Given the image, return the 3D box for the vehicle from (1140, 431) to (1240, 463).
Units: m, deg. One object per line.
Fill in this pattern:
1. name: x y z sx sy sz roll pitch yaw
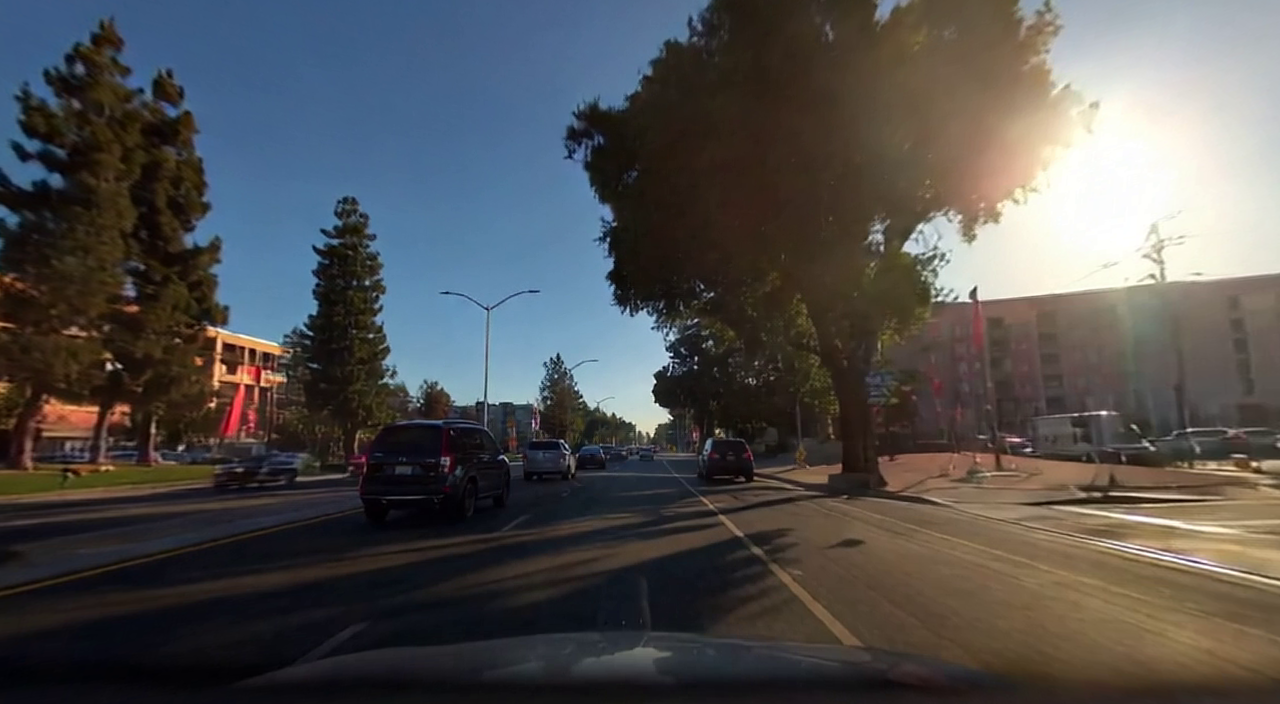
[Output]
1. vehicle: 30.300 5.250 34.759 1.830 1.651 3.967 0 -9 -1

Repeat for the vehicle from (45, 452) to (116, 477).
1. vehicle: -42.777 8.623 48.031 3.747 1.826 1.795 0 -9 3

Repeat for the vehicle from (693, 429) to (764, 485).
1. vehicle: 3.289 4.011 24.178 2.024 1.921 4.431 0 -9 -1

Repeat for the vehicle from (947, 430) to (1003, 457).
1. vehicle: 22.992 6.283 43.231 1.862 1.688 3.636 -3 -9 2

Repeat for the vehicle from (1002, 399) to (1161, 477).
1. vehicle: 21.982 4.388 31.893 2.758 3.509 7.034 0 -9 -1

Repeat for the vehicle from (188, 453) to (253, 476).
1. vehicle: -29.260 7.843 43.844 3.620 1.459 1.627 6 -10 -33

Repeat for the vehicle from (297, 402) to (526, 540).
1. vehicle: -3.664 2.036 11.322 2.210 1.925 4.838 0 -9 1

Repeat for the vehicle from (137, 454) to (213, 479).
1. vehicle: -29.789 7.329 40.322 3.617 1.442 1.608 5 -10 -29

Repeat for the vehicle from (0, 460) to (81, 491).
1. vehicle: -30.987 6.242 31.822 3.686 1.382 1.629 6 -10 -36

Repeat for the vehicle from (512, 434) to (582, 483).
1. vehicle: -3.603 4.207 25.151 2.014 1.775 4.404 0 -9 1
